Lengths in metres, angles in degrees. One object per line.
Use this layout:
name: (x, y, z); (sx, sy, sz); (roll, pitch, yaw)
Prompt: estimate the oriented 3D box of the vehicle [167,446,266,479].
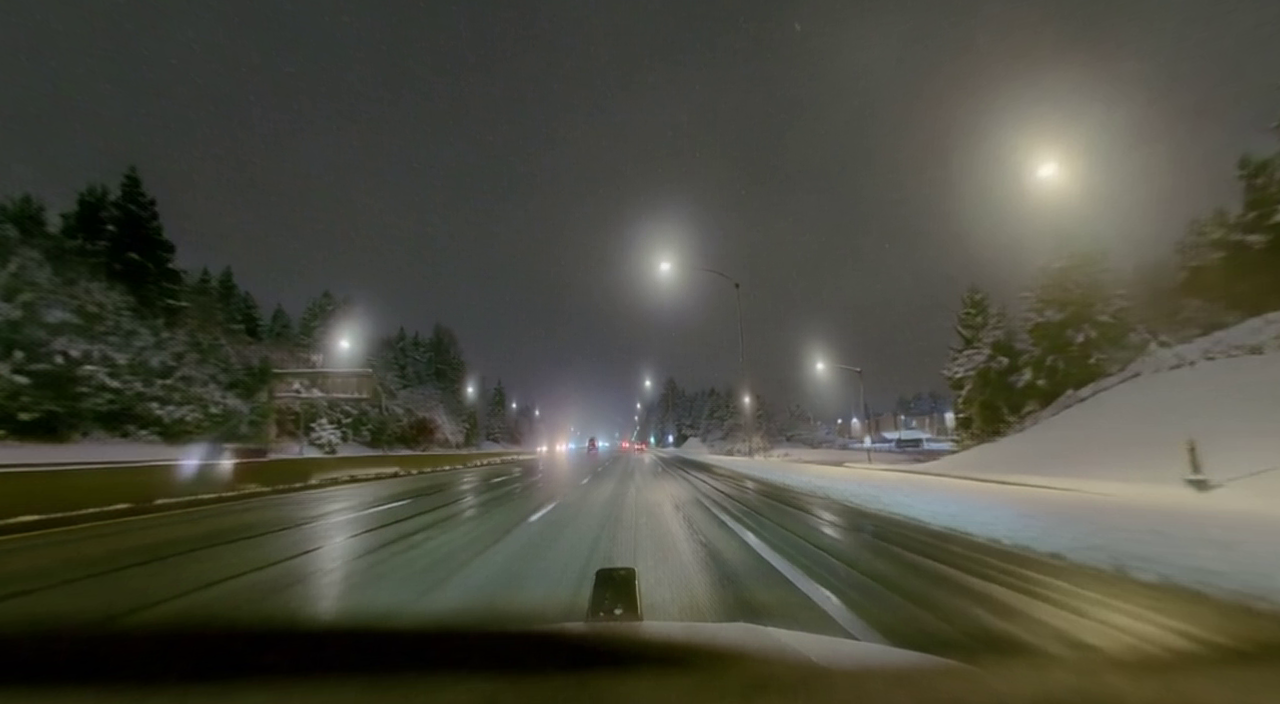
vehicle: (-21.183, 5.509, 31.845); (1.887, 1.551, 4.445); (0, -8, 0)
